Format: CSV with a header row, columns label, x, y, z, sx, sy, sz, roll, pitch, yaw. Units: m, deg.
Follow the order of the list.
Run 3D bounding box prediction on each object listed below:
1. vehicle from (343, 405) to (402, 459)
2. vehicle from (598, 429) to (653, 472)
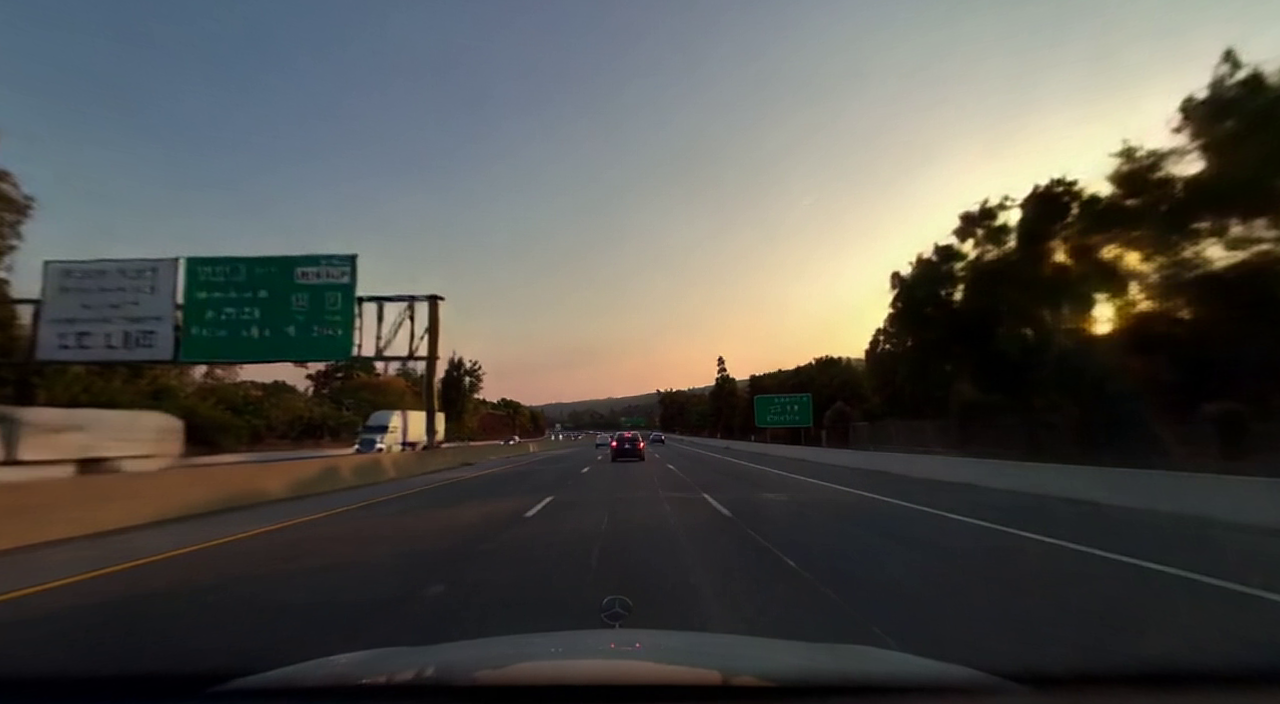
label,x,y,z,sx,sy,sz,roll,pitch,yaw
vehicle,-20.482,6.164,48.416,2.961,4.001,3.172,0,-8,0
vehicle,-0.579,3.979,25.740,2.094,1.600,3.666,0,-8,-1
